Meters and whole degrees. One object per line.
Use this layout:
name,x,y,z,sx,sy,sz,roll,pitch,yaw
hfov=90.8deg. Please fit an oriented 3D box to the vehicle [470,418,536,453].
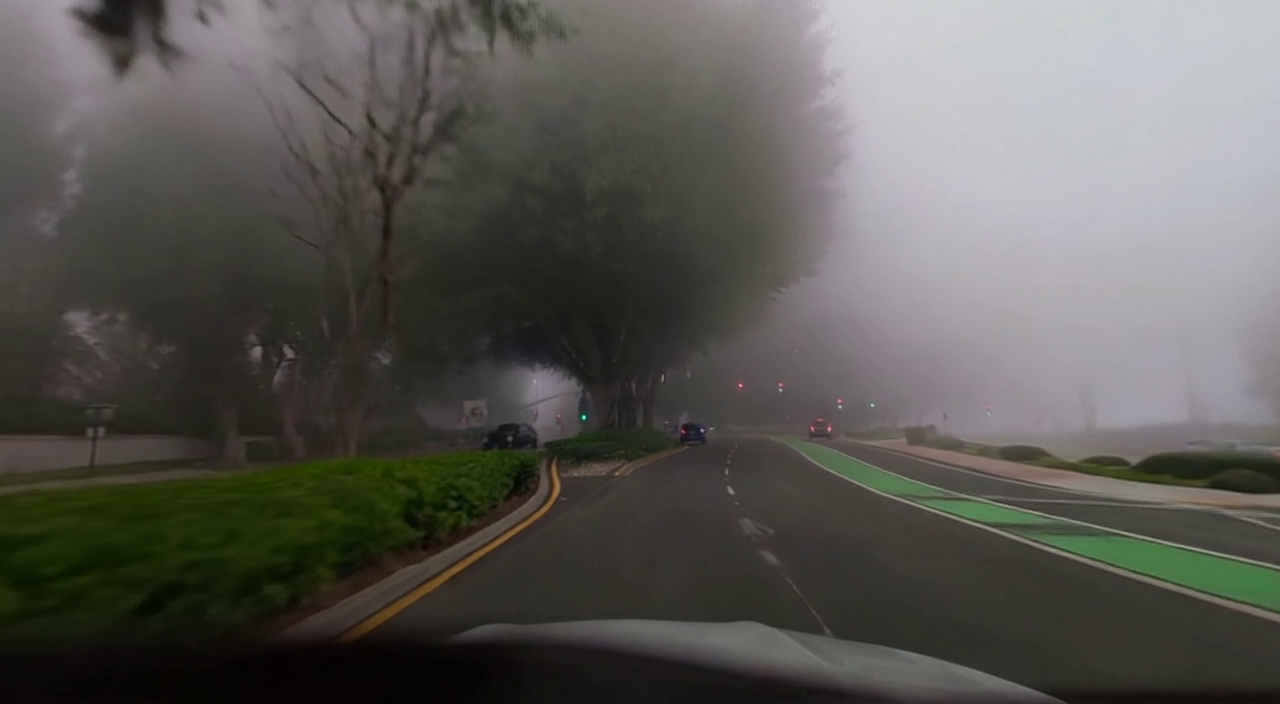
vehicle,-7.640,4.774,35.810,2.182,1.843,4.604,-1,-9,8
